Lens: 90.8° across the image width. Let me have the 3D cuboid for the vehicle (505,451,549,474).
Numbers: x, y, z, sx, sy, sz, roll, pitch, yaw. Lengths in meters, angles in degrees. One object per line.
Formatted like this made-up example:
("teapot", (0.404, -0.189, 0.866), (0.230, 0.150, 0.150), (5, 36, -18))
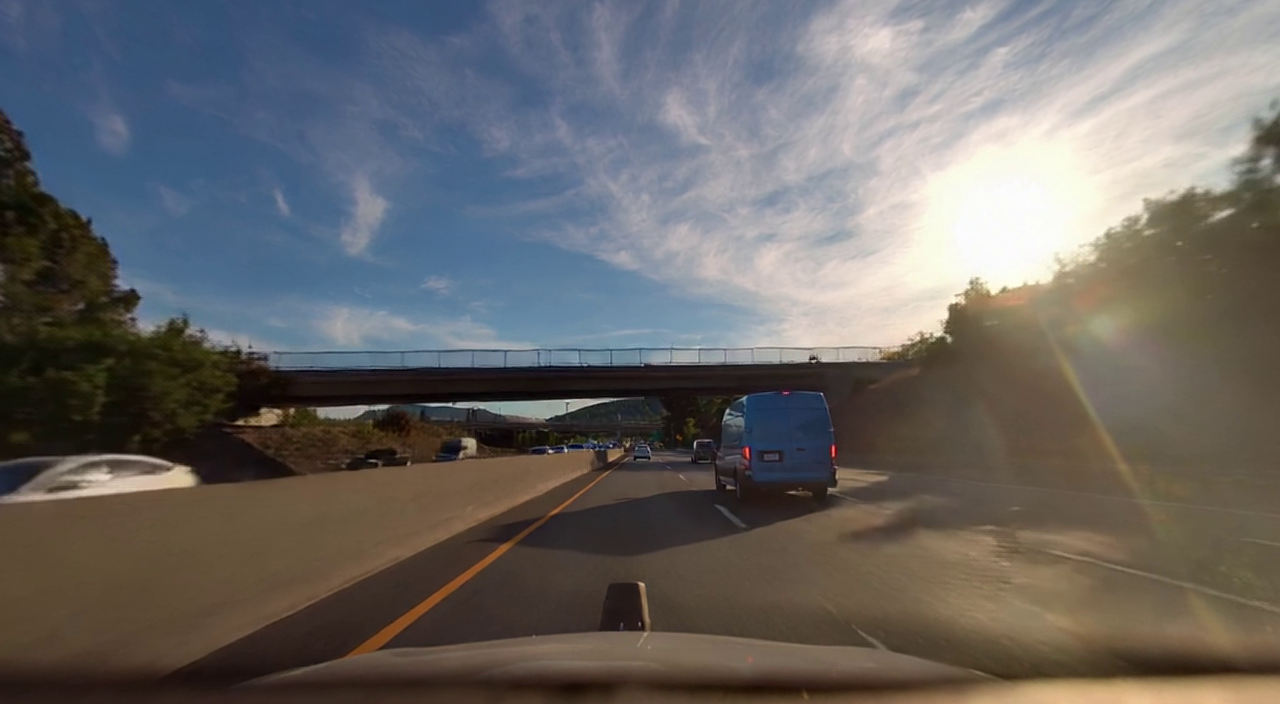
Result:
("vehicle", (-7.575, 7.444, 42.819), (1.932, 1.381, 5.404), (-1, -9, 1))

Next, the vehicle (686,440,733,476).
("vehicle", (3.623, 5.596, 33.511), (2.009, 1.731, 4.149), (0, -9, 0))

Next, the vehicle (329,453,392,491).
("vehicle", (-15.254, 6.546, 34.612), (1.912, 1.893, 3.151), (-1, -9, 1))

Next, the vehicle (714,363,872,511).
("vehicle", (3.692, 2.346, 17.119), (2.460, 3.155, 6.902), (0, -9, 0))
